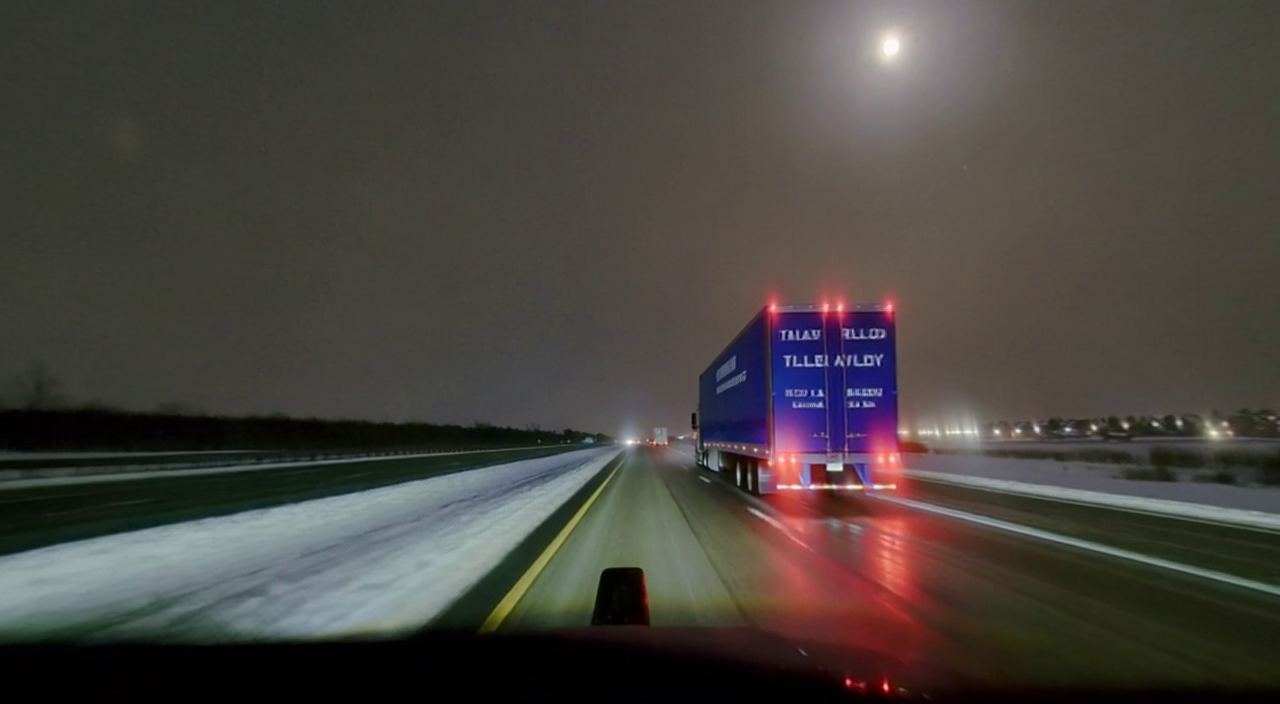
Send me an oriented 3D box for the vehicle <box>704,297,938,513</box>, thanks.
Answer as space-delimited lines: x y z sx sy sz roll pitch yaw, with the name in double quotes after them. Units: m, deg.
4.090 1.942 18.906 3.006 4.093 14.142 0 -8 1 "vehicle"
